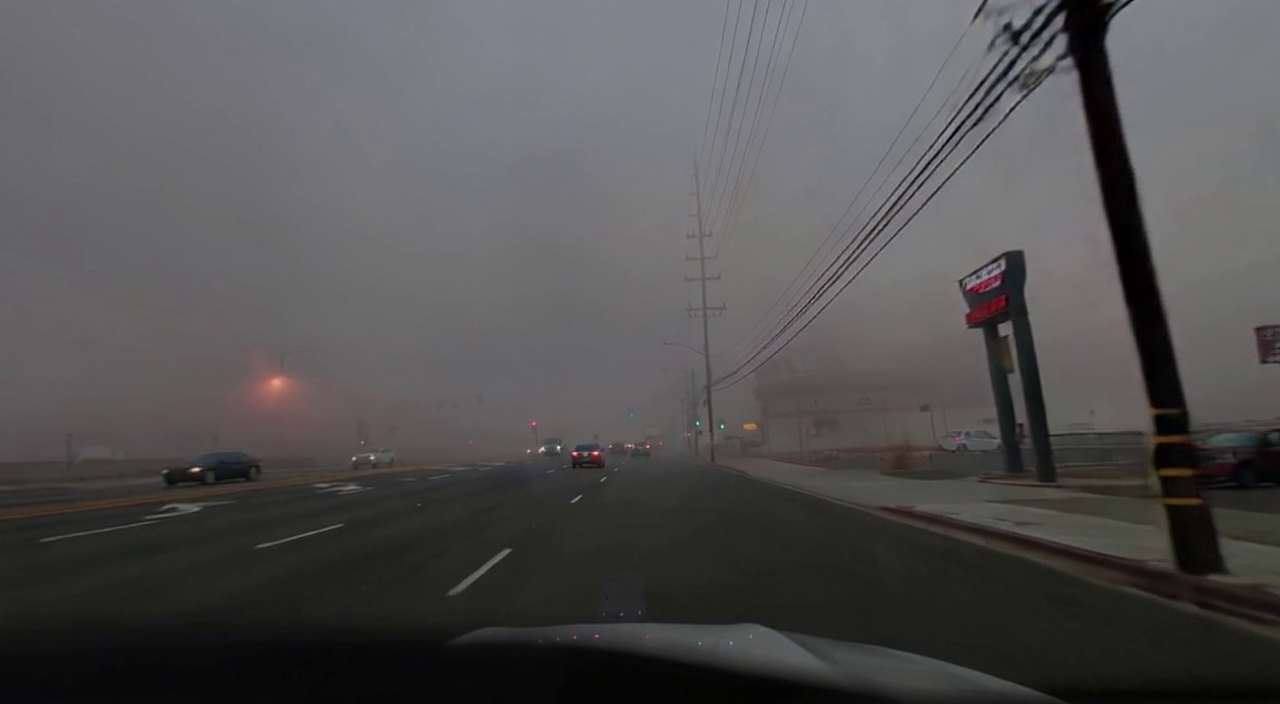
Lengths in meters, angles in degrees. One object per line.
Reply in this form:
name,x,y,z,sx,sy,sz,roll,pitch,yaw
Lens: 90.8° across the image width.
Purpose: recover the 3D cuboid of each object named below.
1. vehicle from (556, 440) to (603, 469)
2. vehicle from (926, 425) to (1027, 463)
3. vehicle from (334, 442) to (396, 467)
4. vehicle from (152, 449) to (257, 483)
vehicle,-3.330,5.782,35.713,2.179,1.490,4.742,0,-9,0
vehicle,14.718,4.072,28.056,2.036,1.520,5.417,-1,-8,7
vehicle,-20.786,7.773,48.020,2.211,1.813,4.818,-1,-9,6
vehicle,-20.671,5.385,30.231,1.818,1.488,4.344,-1,-9,2
